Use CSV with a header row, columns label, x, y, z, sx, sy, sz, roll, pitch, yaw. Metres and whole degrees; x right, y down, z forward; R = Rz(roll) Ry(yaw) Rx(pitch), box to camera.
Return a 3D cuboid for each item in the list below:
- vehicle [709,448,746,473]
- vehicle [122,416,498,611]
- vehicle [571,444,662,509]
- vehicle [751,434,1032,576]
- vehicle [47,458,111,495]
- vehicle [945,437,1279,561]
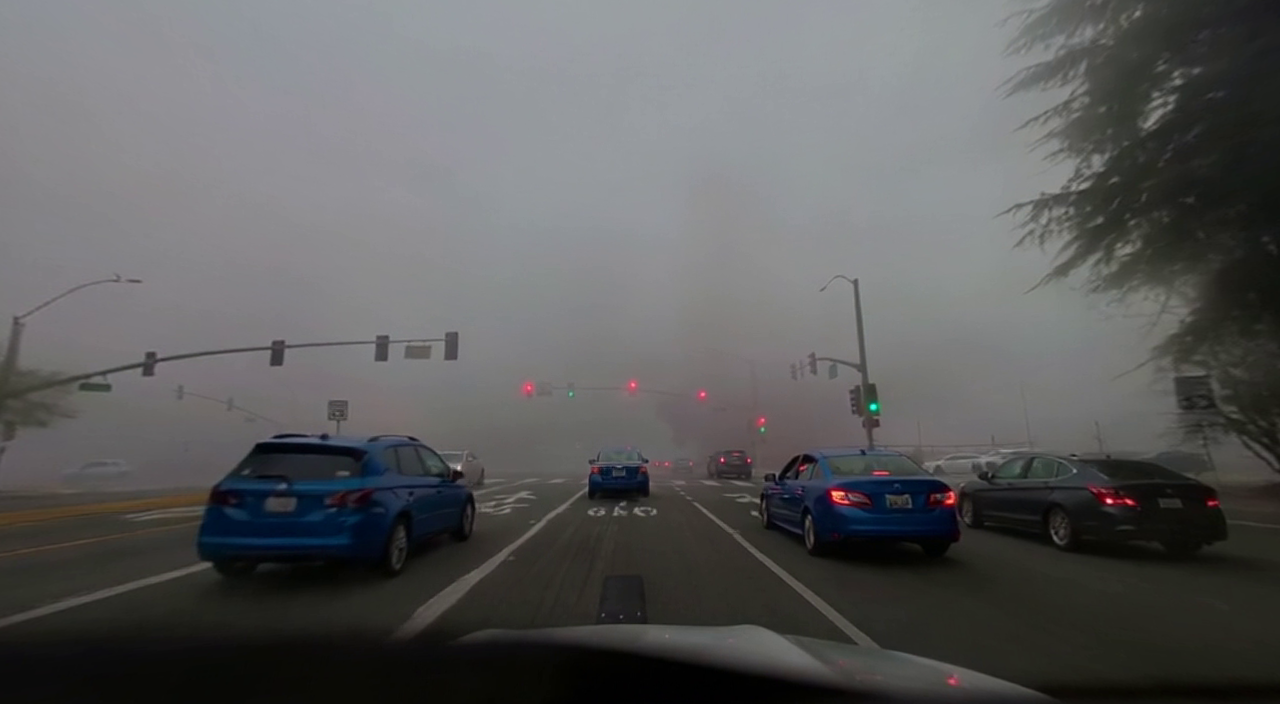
label,x,y,z,sx,sy,sz,roll,pitch,yaw
vehicle,6.776,8.427,49.413,2.113,1.789,4.622,0,-8,-2
vehicle,-3.240,1.670,7.501,2.073,1.606,4.364,0,-8,0
vehicle,-0.536,3.157,16.519,2.065,1.464,4.216,0,-8,0
vehicle,3.086,1.963,9.023,2.053,1.490,4.464,0,-8,-2
vehicle,-29.840,6.585,33.727,2.004,1.689,4.585,6,-10,-36
vehicle,6.873,2.086,9.794,2.004,1.455,4.417,0,-8,-1
